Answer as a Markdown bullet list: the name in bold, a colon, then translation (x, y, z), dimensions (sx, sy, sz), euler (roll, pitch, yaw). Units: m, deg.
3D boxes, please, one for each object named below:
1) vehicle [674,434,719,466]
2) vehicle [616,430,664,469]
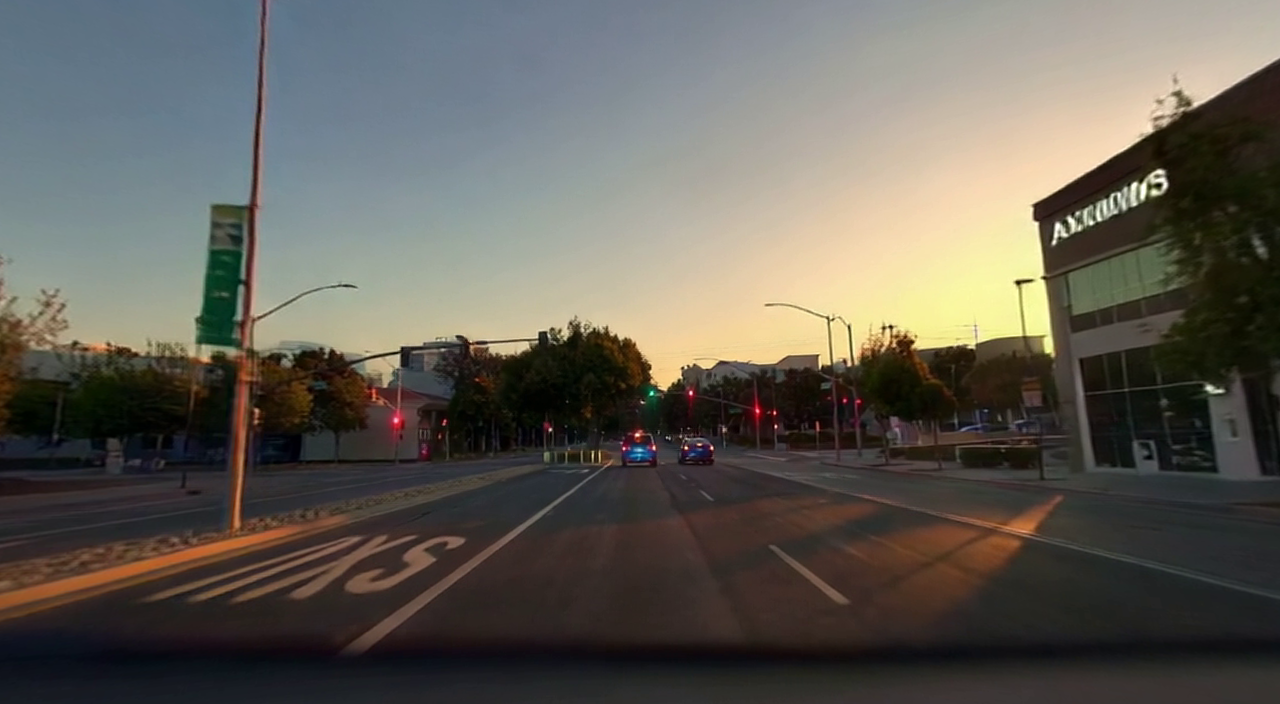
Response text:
- **vehicle**: translation (3.276, 5.792, 37.508), dimensions (2.107, 1.736, 4.228), euler (0, -8, -2)
- **vehicle**: translation (-0.082, 5.285, 34.289), dimensions (2.413, 1.939, 4.716), euler (0, -8, -2)
